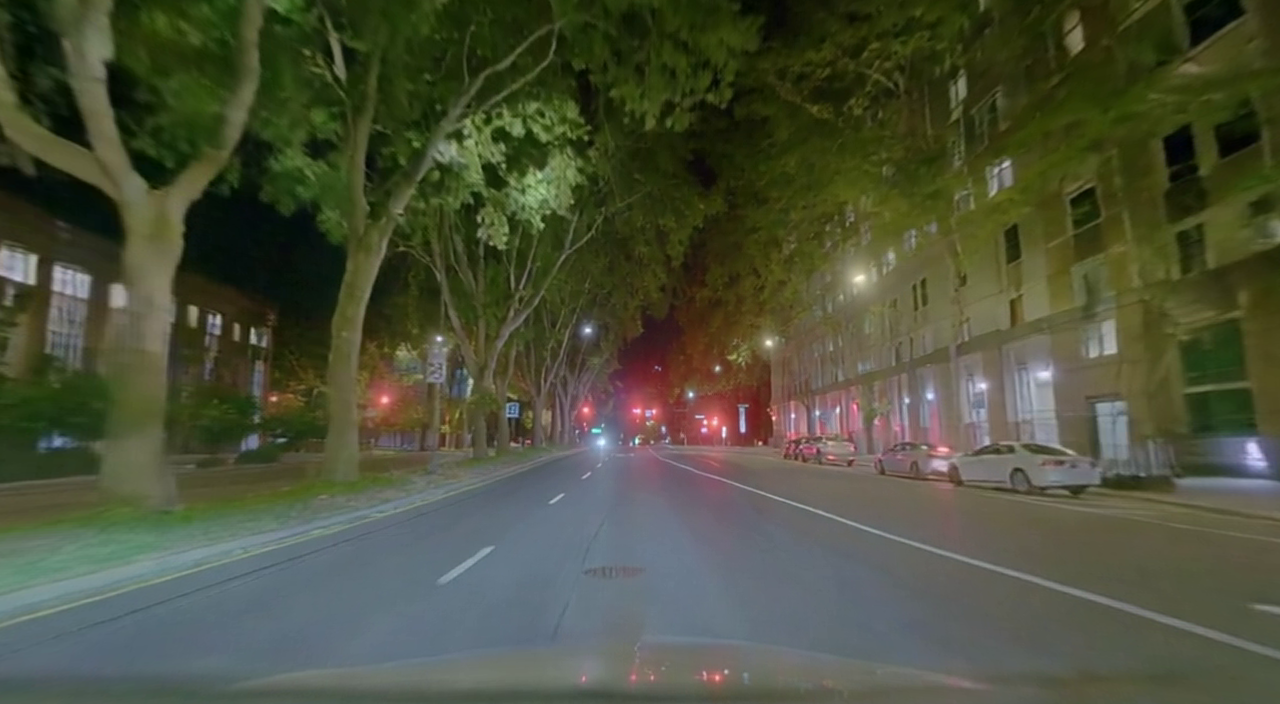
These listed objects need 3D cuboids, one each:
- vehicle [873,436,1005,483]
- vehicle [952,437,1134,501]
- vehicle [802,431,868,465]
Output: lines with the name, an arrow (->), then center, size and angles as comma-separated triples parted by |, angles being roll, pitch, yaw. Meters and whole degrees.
vehicle -> 10.695, 3.887, 23.123 | 1.977, 1.519, 4.953 | 1, -9, -6
vehicle -> 10.731, 3.134, 17.338 | 1.927, 1.489, 4.532 | 0, -9, -1
vehicle -> 10.521, 5.240, 34.487 | 1.947, 1.716, 4.861 | 0, -9, -1
